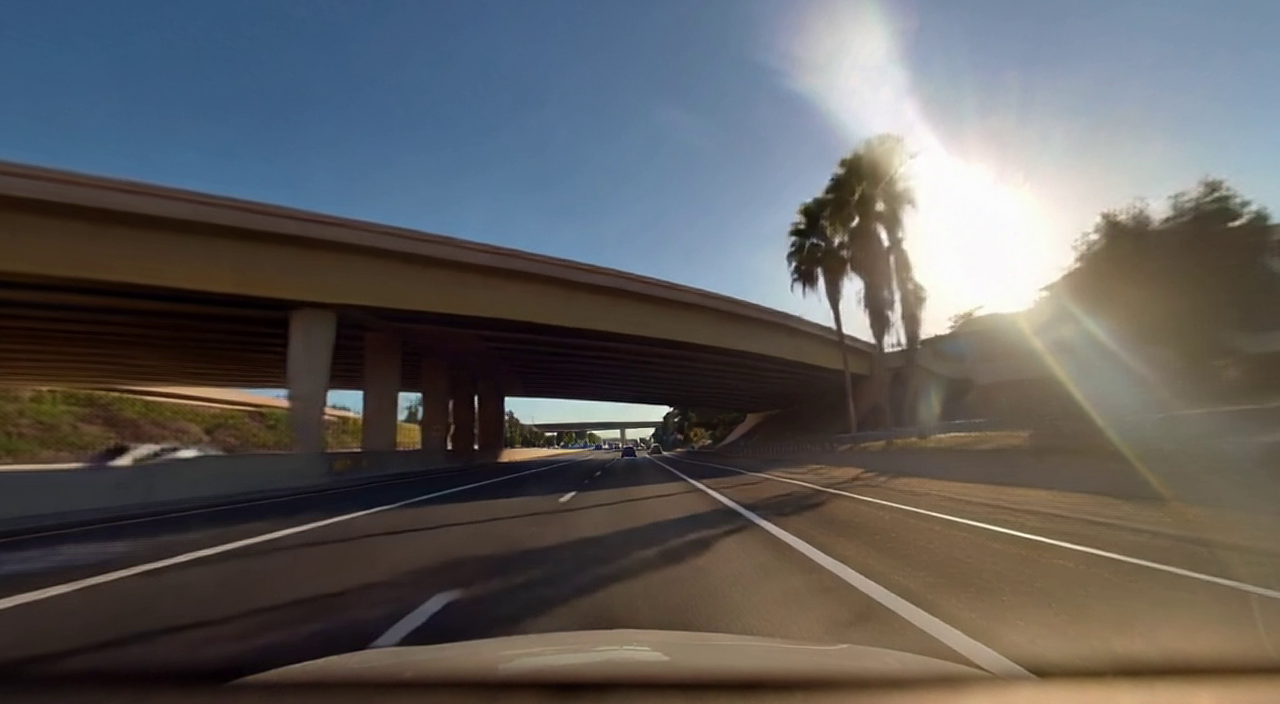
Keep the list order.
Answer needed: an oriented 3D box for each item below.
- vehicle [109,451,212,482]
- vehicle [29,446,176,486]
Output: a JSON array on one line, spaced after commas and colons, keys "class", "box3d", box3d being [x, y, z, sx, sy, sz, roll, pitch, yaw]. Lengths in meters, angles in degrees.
[{"class": "vehicle", "box3d": [-24.981, 5.956, 33.157, 2.009, 1.492, 4.290, 0, -8, 0]}, {"class": "vehicle", "box3d": [-29.062, 6.117, 34.597, 2.347, 1.950, 6.611, 0, -8, -1]}]
